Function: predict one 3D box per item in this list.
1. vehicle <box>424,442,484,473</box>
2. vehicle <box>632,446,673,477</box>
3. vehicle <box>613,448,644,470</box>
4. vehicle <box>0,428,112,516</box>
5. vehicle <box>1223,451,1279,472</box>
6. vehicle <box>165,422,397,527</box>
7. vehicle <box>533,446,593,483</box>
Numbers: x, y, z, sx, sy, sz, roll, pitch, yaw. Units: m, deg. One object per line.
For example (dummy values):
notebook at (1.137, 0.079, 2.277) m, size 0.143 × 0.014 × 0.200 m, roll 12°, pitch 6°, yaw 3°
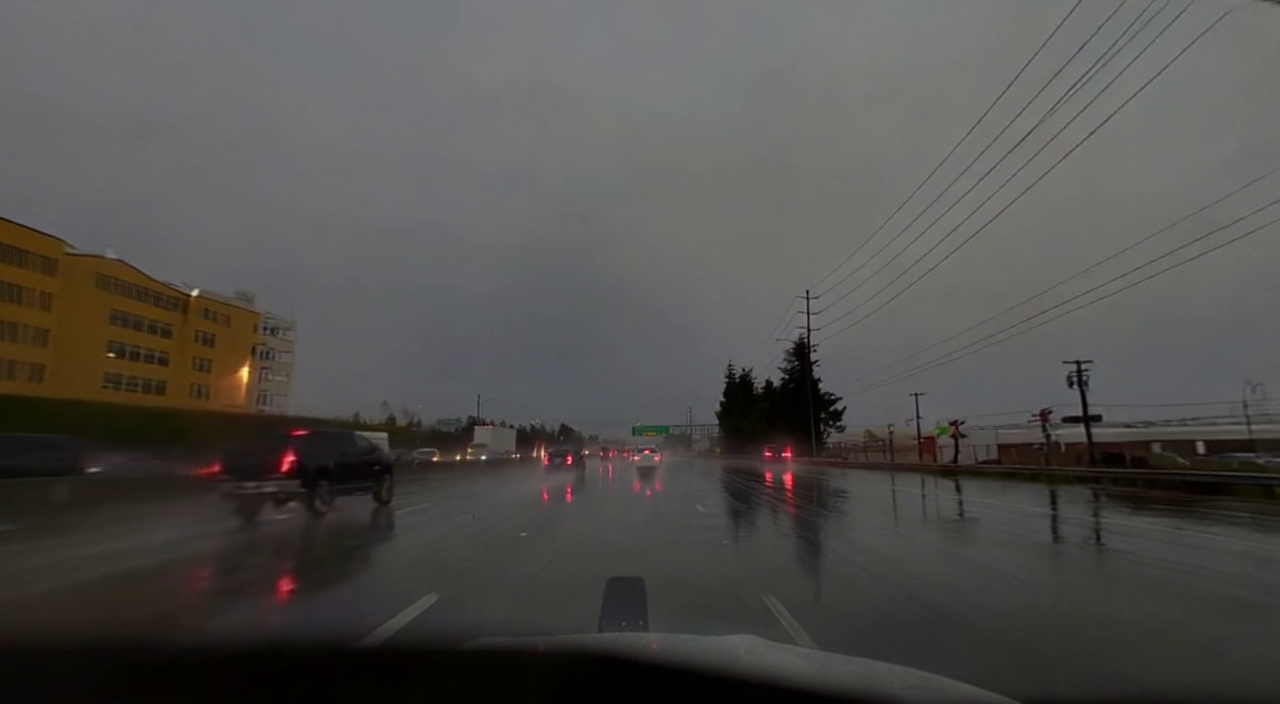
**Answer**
vehicle at (-12.739, 7.238, 43.622) m, size 2.283 × 1.915 × 5.774 m, roll -1°, pitch -8°, yaw 2°
vehicle at (0.660, 5.952, 34.518) m, size 2.107 × 1.538 × 3.999 m, roll -1°, pitch -8°, yaw 1°
vehicle at (-0.823, 8.094, 47.938) m, size 2.034 × 1.466 × 4.363 m, roll -1°, pitch -8°, yaw 3°
vehicle at (-12.568, 2.160, 11.290) m, size 2.037 × 1.574 × 4.757 m, roll -1°, pitch -8°, yaw 1°
vehicle at (44.399, 7.832, 45.040) m, size 3.496 × 1.398 × 1.873 m, roll -1°, pitch -9°, yaw 1°
vehicle at (-7.335, 2.524, 13.678) m, size 2.106 × 1.827 × 4.814 m, roll -1°, pitch -8°, yaw 1°
vehicle at (-3.400, 5.049, 28.741) m, size 2.059 × 1.508 × 4.662 m, roll -1°, pitch -8°, yaw 2°
